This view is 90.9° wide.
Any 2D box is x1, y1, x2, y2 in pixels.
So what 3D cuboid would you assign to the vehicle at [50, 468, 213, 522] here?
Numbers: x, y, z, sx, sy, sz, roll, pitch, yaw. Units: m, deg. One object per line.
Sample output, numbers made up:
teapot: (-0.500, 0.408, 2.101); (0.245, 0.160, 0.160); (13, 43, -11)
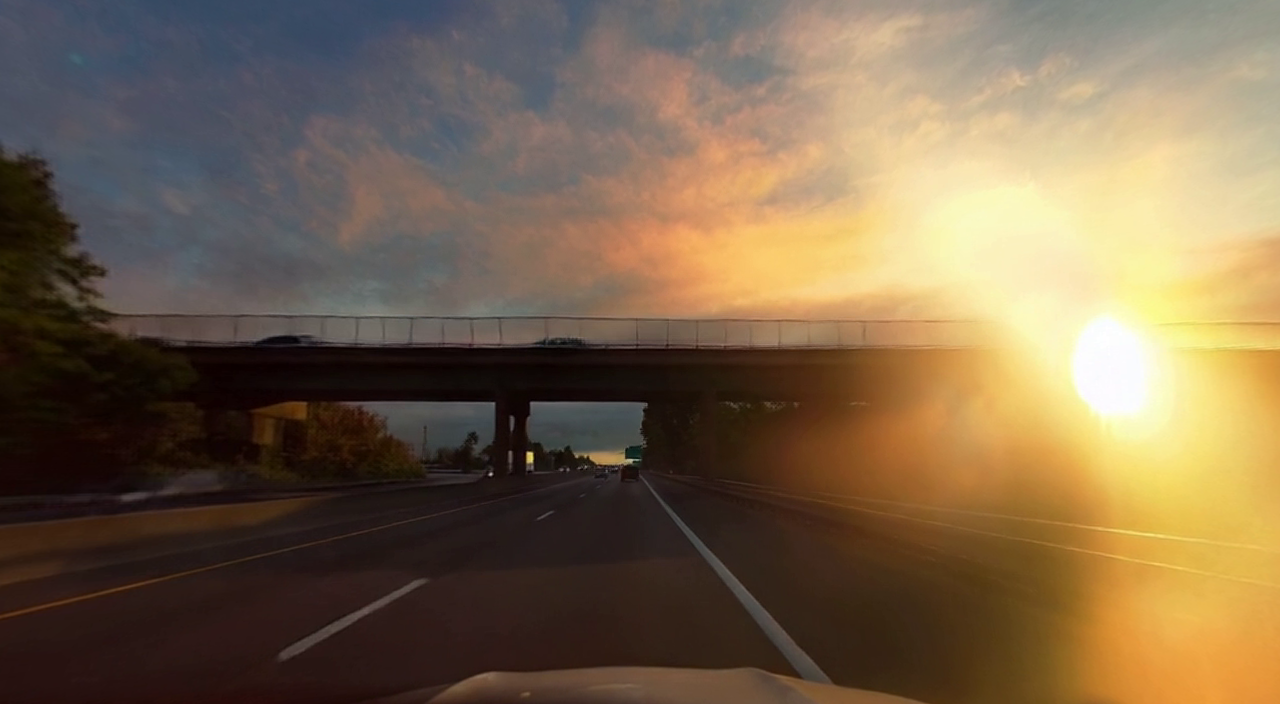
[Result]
vehicle: (-15.562, 4.372, 19.585); (1.833, 1.469, 3.648); (0, -11, 3)
